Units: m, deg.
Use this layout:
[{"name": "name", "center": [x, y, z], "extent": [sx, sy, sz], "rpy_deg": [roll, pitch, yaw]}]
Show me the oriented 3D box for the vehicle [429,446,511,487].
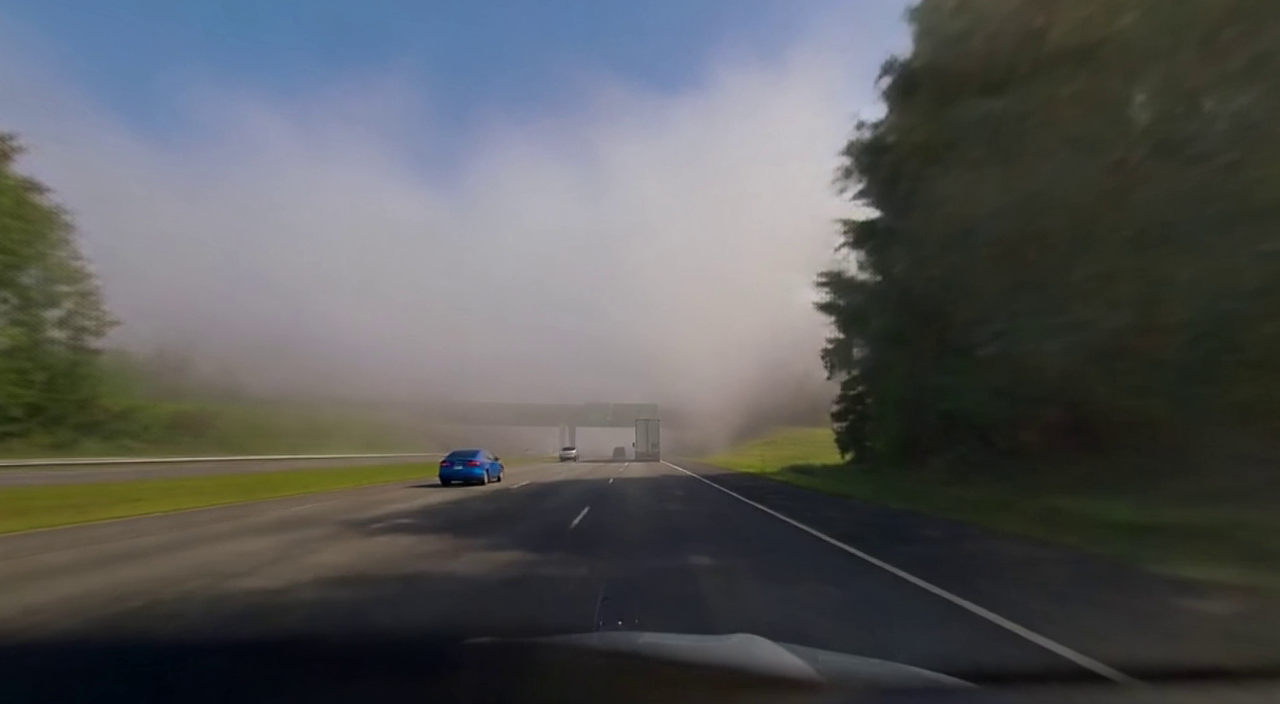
[{"name": "vehicle", "center": [-6.710, 4.559, 25.475], "extent": [2.038, 1.489, 4.603], "rpy_deg": [0, -9, 0]}]
